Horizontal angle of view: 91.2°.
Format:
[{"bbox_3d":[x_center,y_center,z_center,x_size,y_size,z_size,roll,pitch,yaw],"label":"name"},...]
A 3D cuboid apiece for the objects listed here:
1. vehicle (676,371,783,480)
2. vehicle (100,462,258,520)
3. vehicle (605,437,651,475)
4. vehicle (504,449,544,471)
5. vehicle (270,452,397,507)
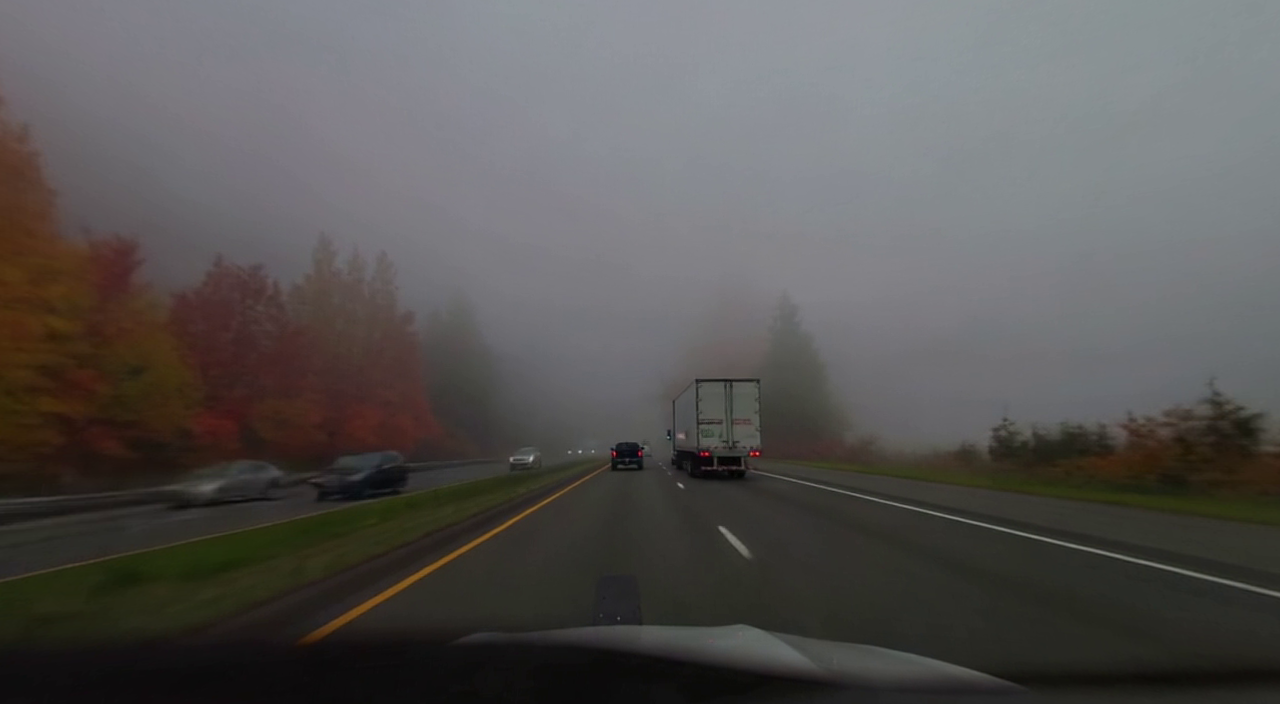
[{"bbox_3d":[3.744,3.774,30.453,3.068,4.042,13.787,0,-9,0],"label":"vehicle"},{"bbox_3d":[-13.985,4.206,19.363,1.845,1.470,3.987,-1,-9,0],"label":"vehicle"},{"bbox_3d":[-0.554,5.167,31.283,2.151,1.693,4.201,-1,-9,0],"label":"vehicle"},{"bbox_3d":[-8.314,7.766,45.300,2.049,1.525,4.396,-1,-9,1],"label":"vehicle"},{"bbox_3d":[-9.809,4.075,20.523,1.897,1.536,4.395,-1,-9,0],"label":"vehicle"}]
